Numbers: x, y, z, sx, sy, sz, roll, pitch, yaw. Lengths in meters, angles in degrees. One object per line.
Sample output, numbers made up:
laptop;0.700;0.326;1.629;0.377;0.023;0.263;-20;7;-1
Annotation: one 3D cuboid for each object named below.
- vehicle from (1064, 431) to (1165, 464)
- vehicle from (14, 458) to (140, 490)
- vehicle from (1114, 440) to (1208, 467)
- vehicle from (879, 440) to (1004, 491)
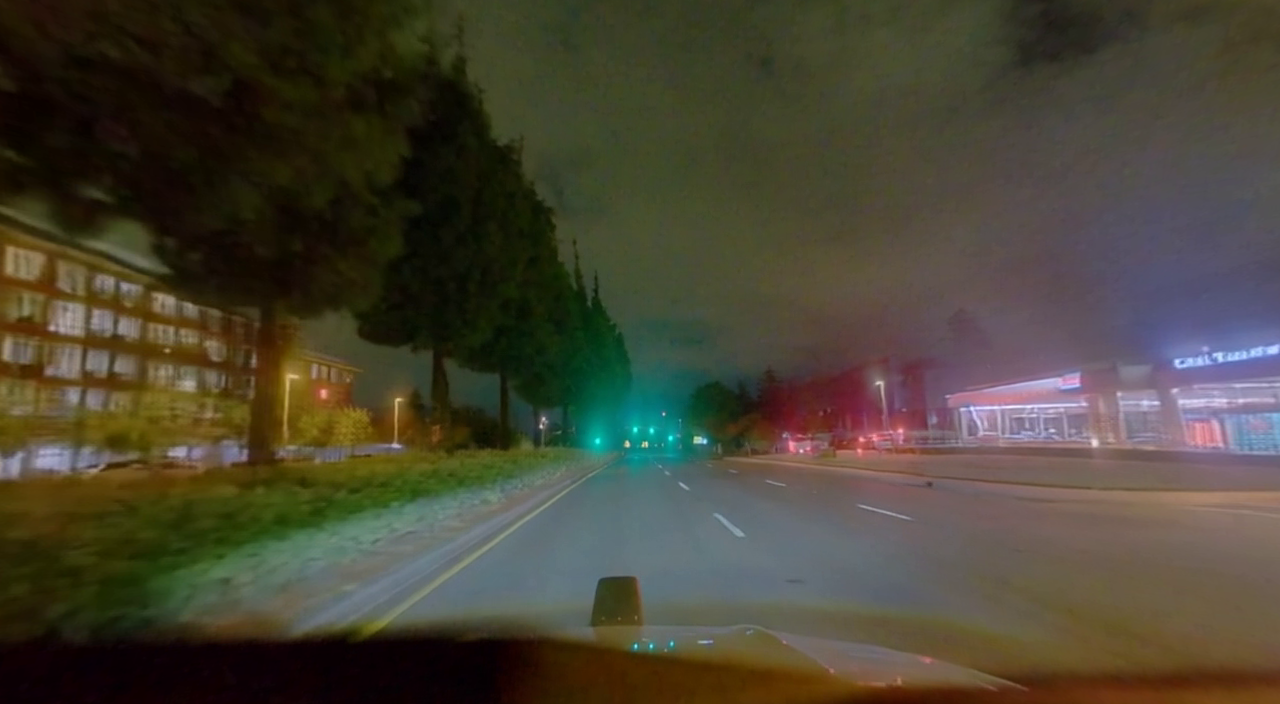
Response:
vehicle;26.284;5.325;35.129;1.985;1.723;4.672;0;-9;0
vehicle;-30.533;6.632;34.222;4.920;1.475;1.984;-1;-7;0
vehicle;29.166;5.664;35.381;1.931;1.408;3.757;1;-8;-2
vehicle;10.148;3.824;21.648;2.013;1.551;4.460;1;-8;-1
